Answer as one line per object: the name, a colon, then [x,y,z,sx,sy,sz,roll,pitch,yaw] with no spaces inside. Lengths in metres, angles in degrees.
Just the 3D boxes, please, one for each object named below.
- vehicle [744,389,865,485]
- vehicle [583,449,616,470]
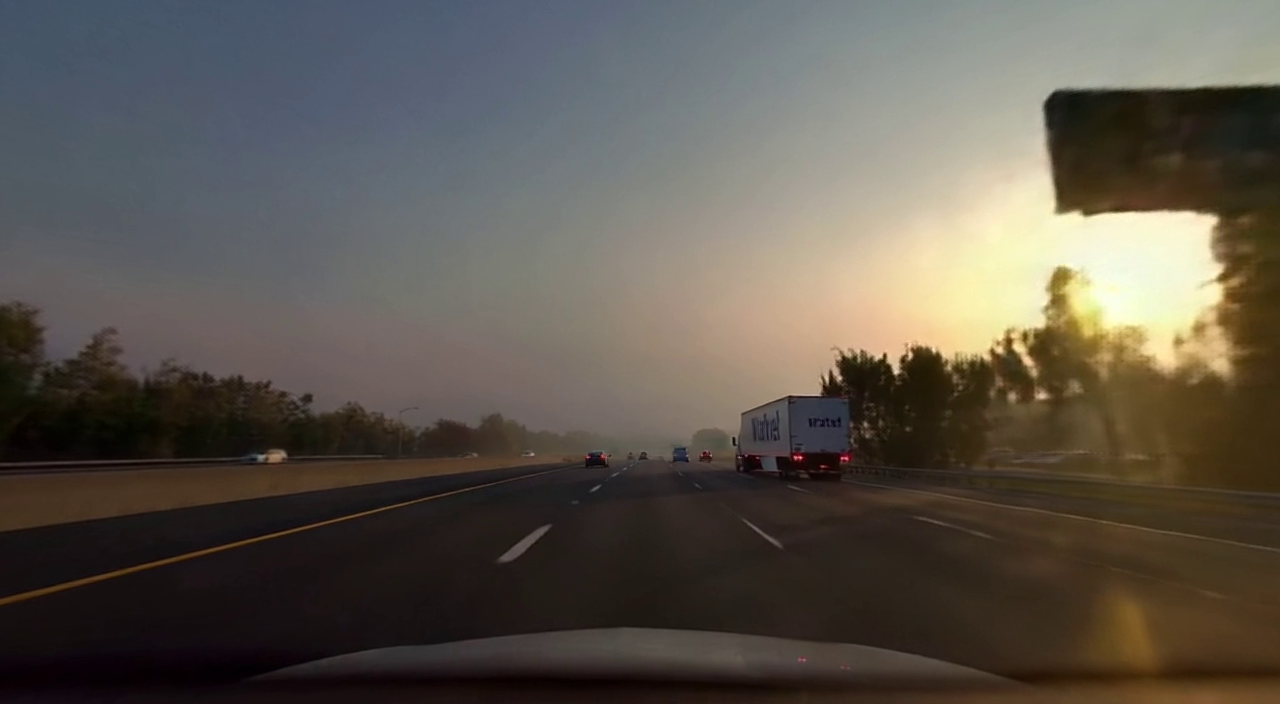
vehicle: [8.442,4.847,35.234,2.912,4.143,15.538,0,-9,1]
vehicle: [-3.066,8.236,48.445,2.164,1.507,4.748,0,-9,1]
